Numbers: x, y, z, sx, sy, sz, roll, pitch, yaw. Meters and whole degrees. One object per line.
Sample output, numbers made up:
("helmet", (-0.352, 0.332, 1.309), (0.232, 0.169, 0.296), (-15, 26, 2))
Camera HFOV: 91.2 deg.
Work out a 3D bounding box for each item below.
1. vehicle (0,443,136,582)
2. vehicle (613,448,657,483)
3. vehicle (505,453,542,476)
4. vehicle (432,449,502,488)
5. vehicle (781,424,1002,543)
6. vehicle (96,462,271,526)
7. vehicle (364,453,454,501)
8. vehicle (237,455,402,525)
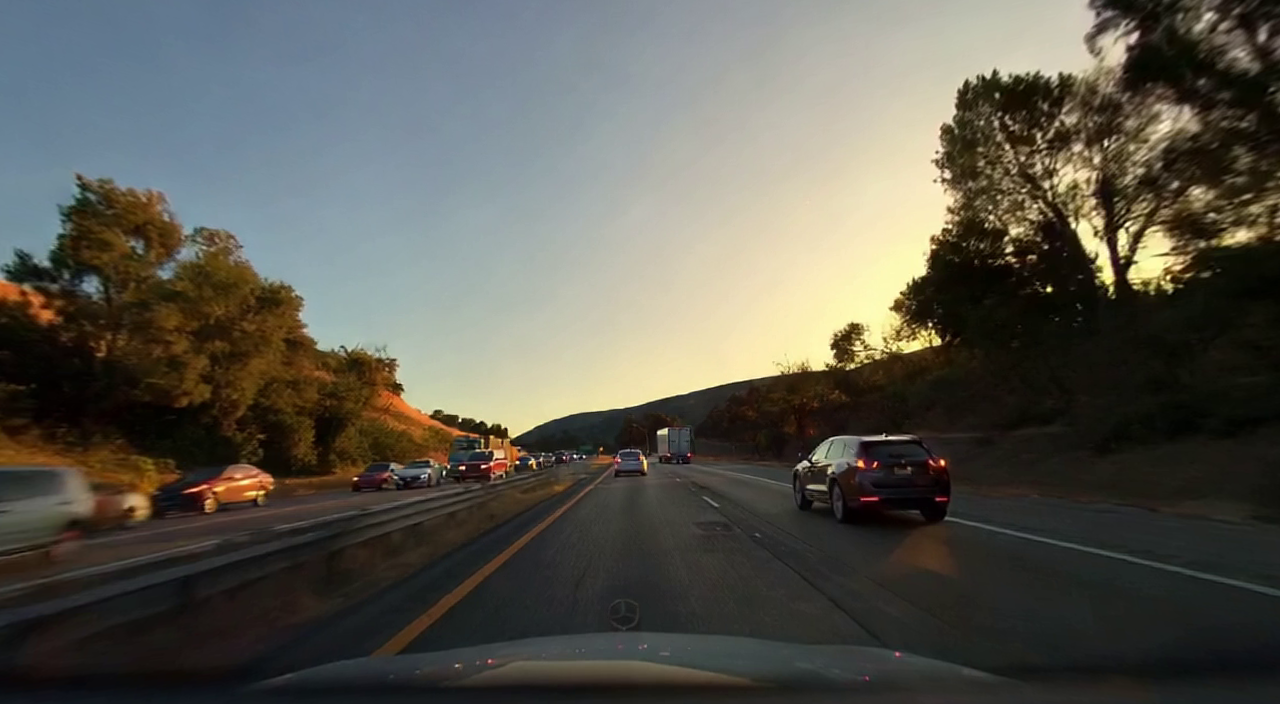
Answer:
("vehicle", (-8.507, 1.847, 7.072), (1.988, 1.621, 4.397), (0, -9, -1))
("vehicle", (-0.255, 5.375, 29.993), (1.971, 1.518, 4.108), (0, -9, -1))
("vehicle", (-8.308, 8.054, 45.023), (1.850, 1.476, 4.085), (0, -9, 0))
("vehicle", (-7.932, 5.353, 29.209), (1.987, 1.663, 4.580), (0, -9, 0))
("vehicle", (4.098, 2.218, 11.166), (2.077, 1.673, 4.267), (0, -9, -1))
("vehicle", (-13.079, 4.054, 18.389), (1.843, 1.525, 4.390), (0, -9, -1))
("vehicle", (-8.106, 4.378, 22.355), (1.795, 1.493, 3.786), (0, -9, 0))
("vehicle", (-7.930, 3.412, 16.084), (1.877, 1.481, 4.430), (0, -9, 0))
